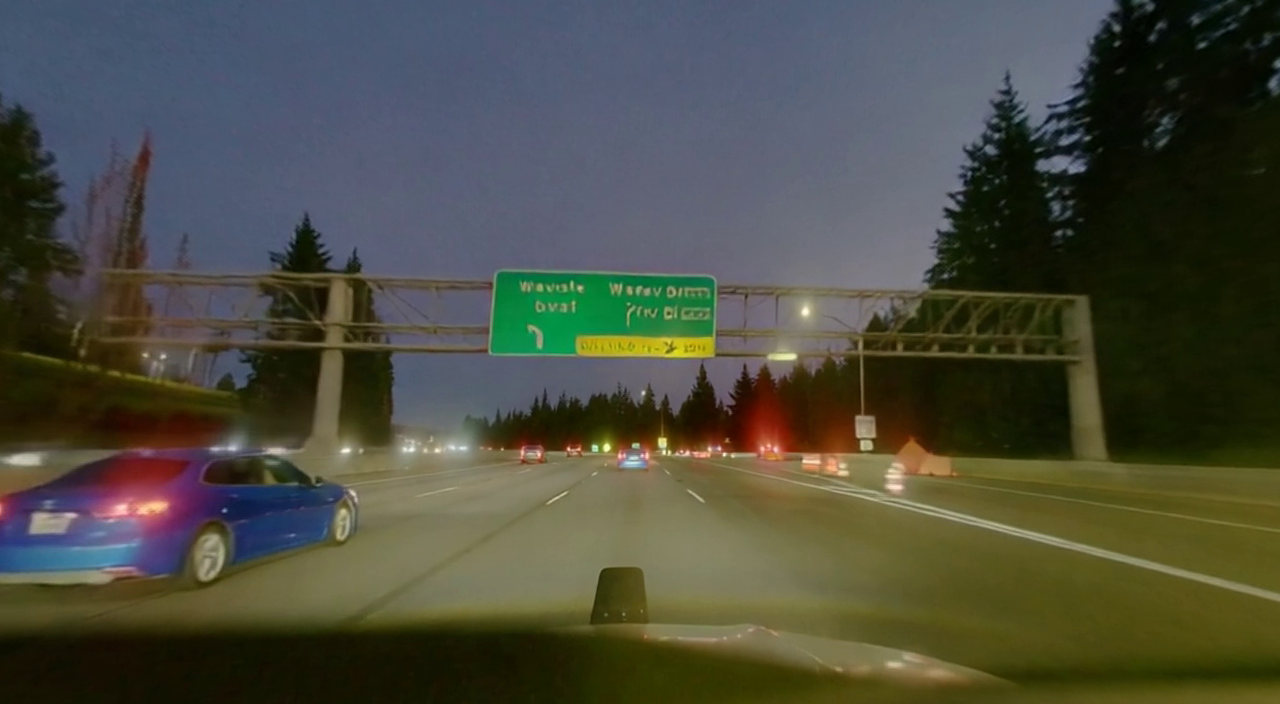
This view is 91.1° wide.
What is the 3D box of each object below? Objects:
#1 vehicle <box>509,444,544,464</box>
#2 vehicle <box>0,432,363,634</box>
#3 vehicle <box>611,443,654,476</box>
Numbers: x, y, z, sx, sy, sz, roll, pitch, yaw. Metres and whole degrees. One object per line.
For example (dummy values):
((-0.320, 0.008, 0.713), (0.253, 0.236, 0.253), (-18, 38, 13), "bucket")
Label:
((-8.776, 7.934, 49.040), (1.946, 1.472, 4.472), (0, -8, -1), "vehicle")
((-4.997, 1.612, 6.715), (2.001, 1.415, 4.360), (0, -8, 1), "vehicle")
((-0.372, 5.172, 30.630), (1.963, 1.462, 4.681), (0, -8, -1), "vehicle")
